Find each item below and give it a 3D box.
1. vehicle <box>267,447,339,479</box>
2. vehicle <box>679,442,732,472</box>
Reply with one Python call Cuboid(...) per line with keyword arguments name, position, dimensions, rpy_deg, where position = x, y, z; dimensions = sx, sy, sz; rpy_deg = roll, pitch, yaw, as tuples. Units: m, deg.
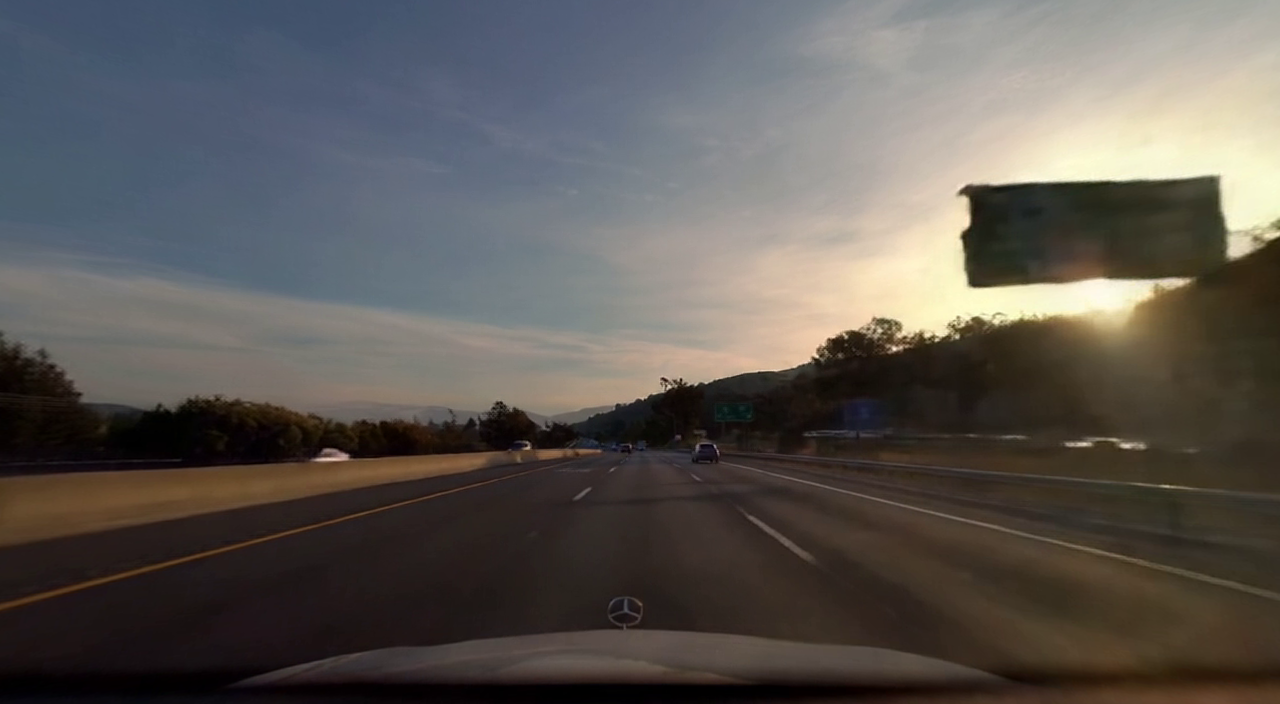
Cuboid(name="vehicle", position=(-21.435, 7.055, 40.364), dimensions=(1.997, 1.864, 4.728), rpy_deg=(0, -8, 0))
Cuboid(name="vehicle", position=(3.345, 5.463, 33.028), dimensions=(2.193, 1.462, 4.533), rpy_deg=(0, -8, -1))
